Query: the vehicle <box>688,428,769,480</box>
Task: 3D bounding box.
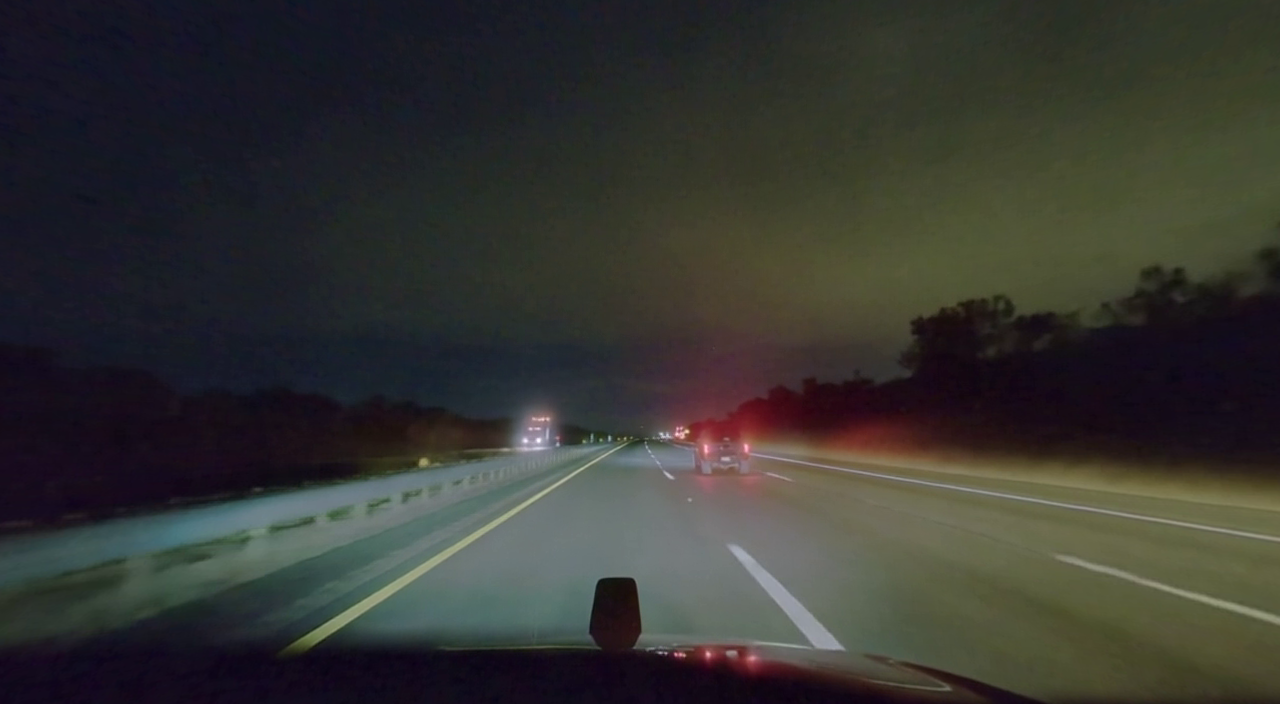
[{"bbox_3d":[2.924,3.464,21.736,2.084,1.583,4.420,0,-8,-1],"label":"vehicle"}]
